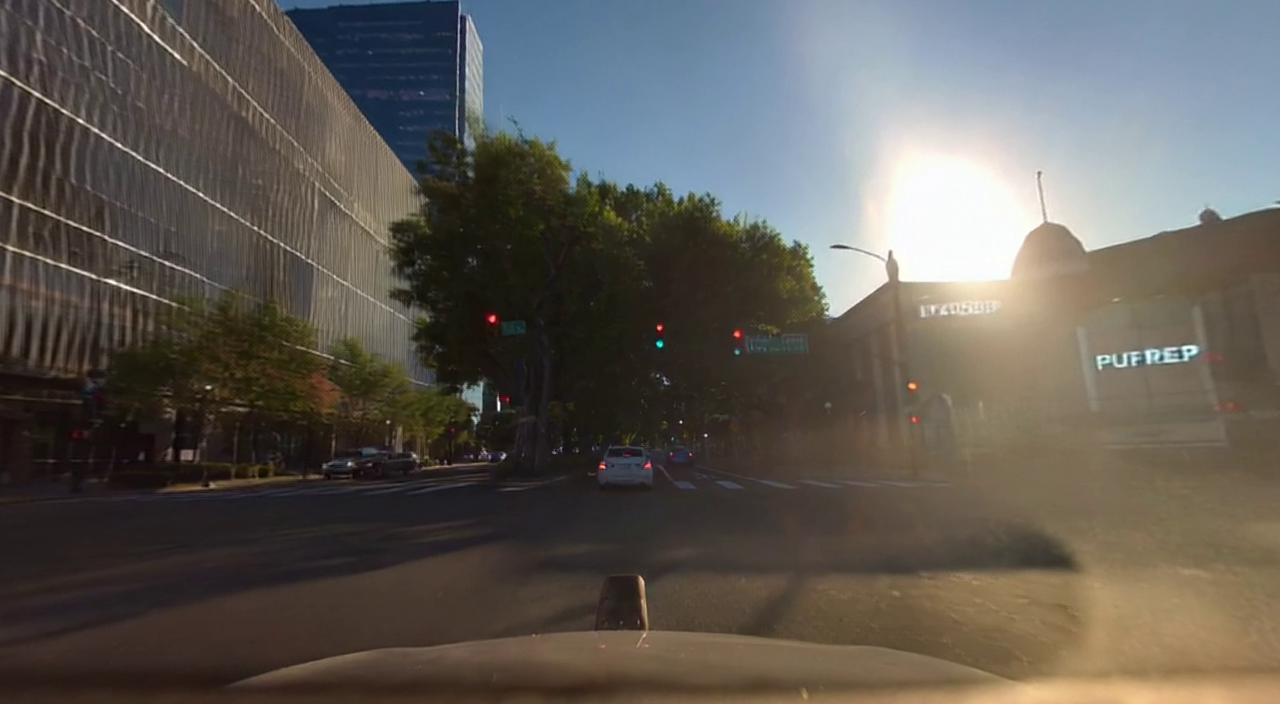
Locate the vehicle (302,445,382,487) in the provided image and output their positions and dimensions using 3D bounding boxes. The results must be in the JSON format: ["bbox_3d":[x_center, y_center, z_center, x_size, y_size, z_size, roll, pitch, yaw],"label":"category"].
[{"bbox_3d":[-15.928,6.072,34.102,2.119,1.815,4.795,-3,-7,-1],"label":"vehicle"}]

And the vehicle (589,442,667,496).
[{"bbox_3d":[-0.368,3.522,19.493,2.144,1.398,3.963,1,-8,-1],"label":"vehicle"}]

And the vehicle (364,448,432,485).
[{"bbox_3d":[-12.560,5.922,33.047,2.000,1.507,4.286,-3,-7,-2],"label":"vehicle"}]

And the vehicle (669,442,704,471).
[{"bbox_3d":[3.198,7.209,43.819,2.078,1.799,4.089,1,-8,-1],"label":"vehicle"}]
